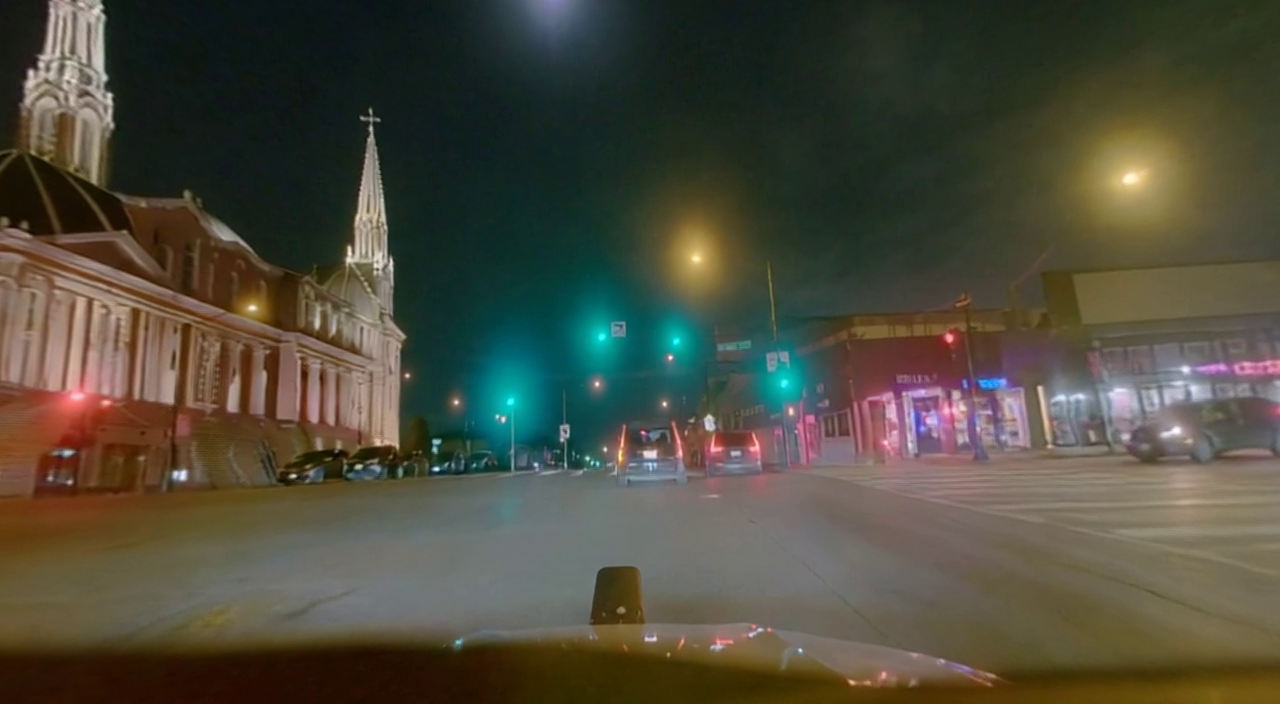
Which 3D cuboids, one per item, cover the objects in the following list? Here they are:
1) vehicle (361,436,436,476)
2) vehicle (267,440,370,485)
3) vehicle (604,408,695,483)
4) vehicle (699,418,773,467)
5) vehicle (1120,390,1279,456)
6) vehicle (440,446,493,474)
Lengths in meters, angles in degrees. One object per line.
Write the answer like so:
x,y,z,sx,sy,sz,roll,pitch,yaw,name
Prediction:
-11.903,5.215,31.526,2.069,1.790,4.358,-1,-10,-1,vehicle
-14.954,5.203,29.828,1.969,1.896,5.404,1,-10,0,vehicle
0.174,2.501,17.295,2.168,1.776,4.135,0,-7,-1,vehicle
3.673,3.619,25.098,2.080,1.735,4.650,0,-9,-1,vehicle
15.845,1.830,16.751,4.488,1.475,2.083,-3,-7,-1,vehicle
-11.398,7.117,41.865,2.170,1.746,4.565,0,-9,0,vehicle
